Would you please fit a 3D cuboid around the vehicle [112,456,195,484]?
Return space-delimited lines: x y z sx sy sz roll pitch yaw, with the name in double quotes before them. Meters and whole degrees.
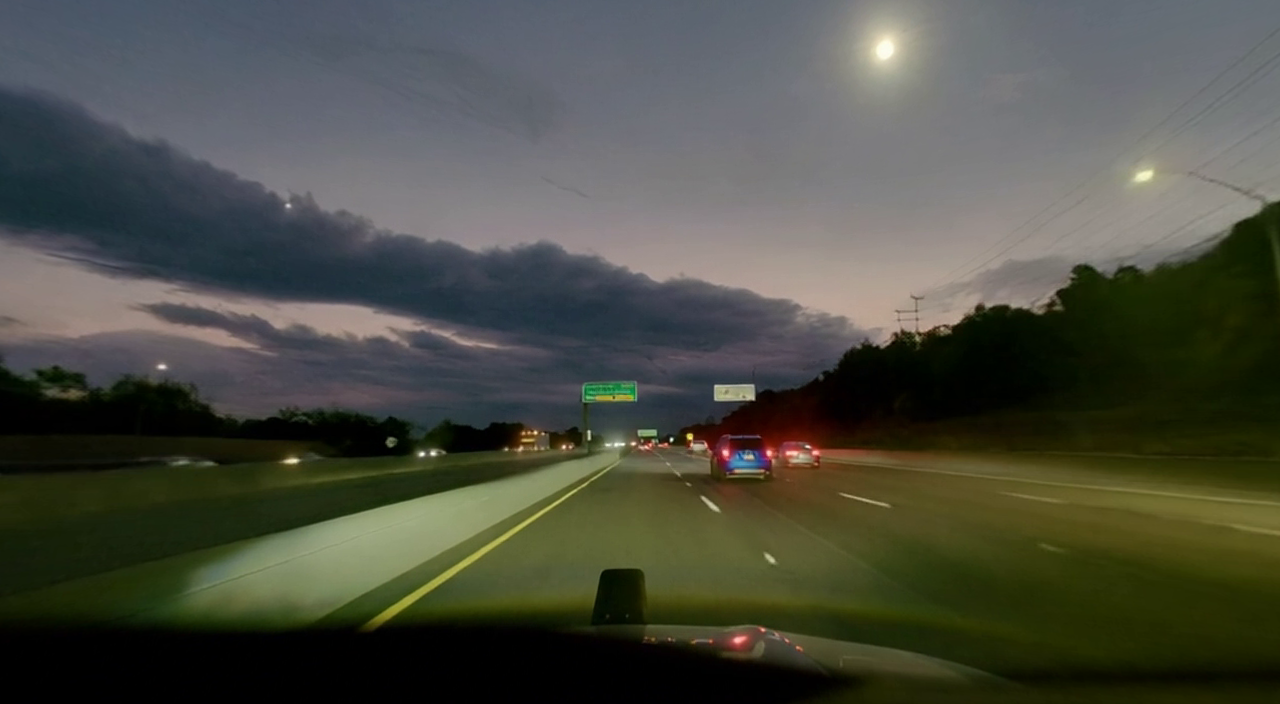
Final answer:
"vehicle" -25.287 6.121 32.927 1.643 1.348 3.372 0 -8 0

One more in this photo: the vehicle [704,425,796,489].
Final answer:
"vehicle" 3.374 3.326 20.284 2.120 1.832 4.287 0 -8 -1
